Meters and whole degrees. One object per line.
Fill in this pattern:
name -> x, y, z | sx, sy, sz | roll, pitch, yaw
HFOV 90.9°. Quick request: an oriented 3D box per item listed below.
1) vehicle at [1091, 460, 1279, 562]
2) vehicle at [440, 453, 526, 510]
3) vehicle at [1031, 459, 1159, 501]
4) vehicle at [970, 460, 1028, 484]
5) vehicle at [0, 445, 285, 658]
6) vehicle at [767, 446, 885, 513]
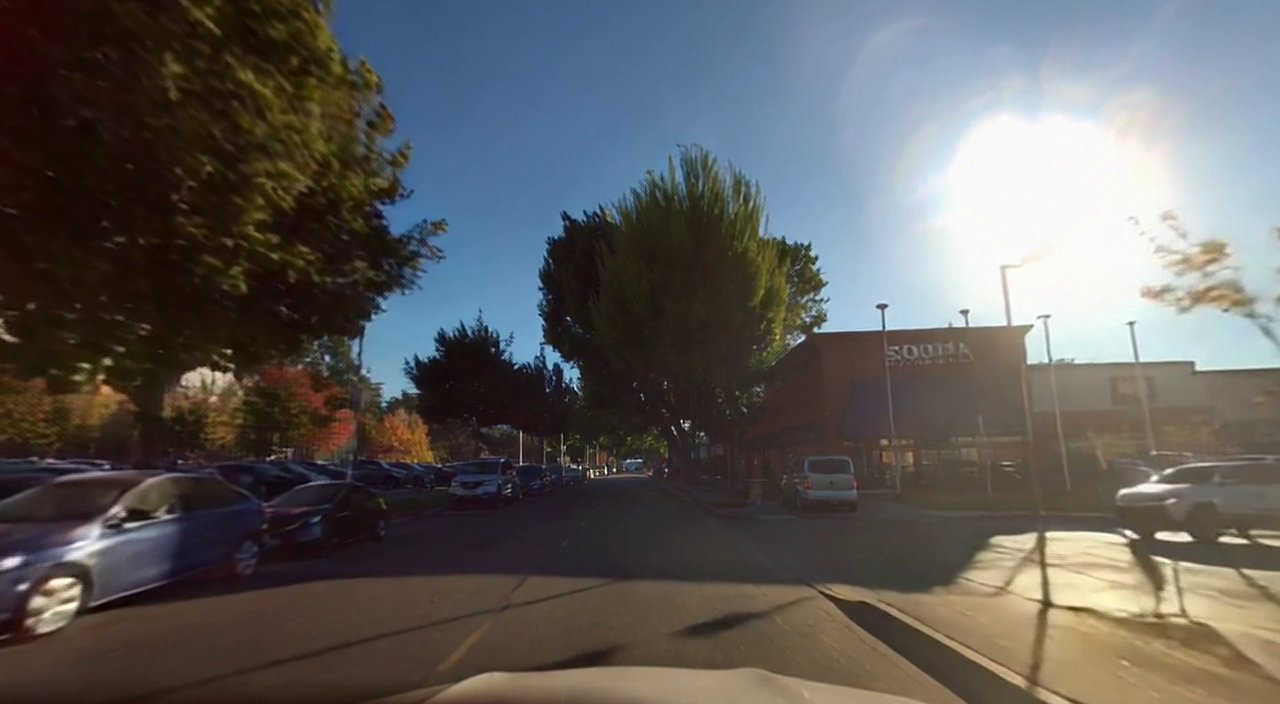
vehicle -> 10.206, 2.546, 10.338 | 1.926, 1.469, 4.654 | 1, -11, -4
vehicle -> -6.089, 5.127, 25.214 | 2.196, 2.001, 5.548 | 1, -11, -3
vehicle -> 17.879, 5.064, 25.037 | 1.794, 1.486, 3.983 | 1, -11, -6
vehicle -> 25.470, 8.497, 44.810 | 1.698, 1.489, 3.599 | -3, -9, -4
vehicle -> -6.002, 1.887, 6.768 | 1.957, 1.634, 4.164 | 1, -11, -1
vehicle -> 5.577, 3.935, 19.638 | 2.054, 1.779, 4.650 | 1, -11, -2
